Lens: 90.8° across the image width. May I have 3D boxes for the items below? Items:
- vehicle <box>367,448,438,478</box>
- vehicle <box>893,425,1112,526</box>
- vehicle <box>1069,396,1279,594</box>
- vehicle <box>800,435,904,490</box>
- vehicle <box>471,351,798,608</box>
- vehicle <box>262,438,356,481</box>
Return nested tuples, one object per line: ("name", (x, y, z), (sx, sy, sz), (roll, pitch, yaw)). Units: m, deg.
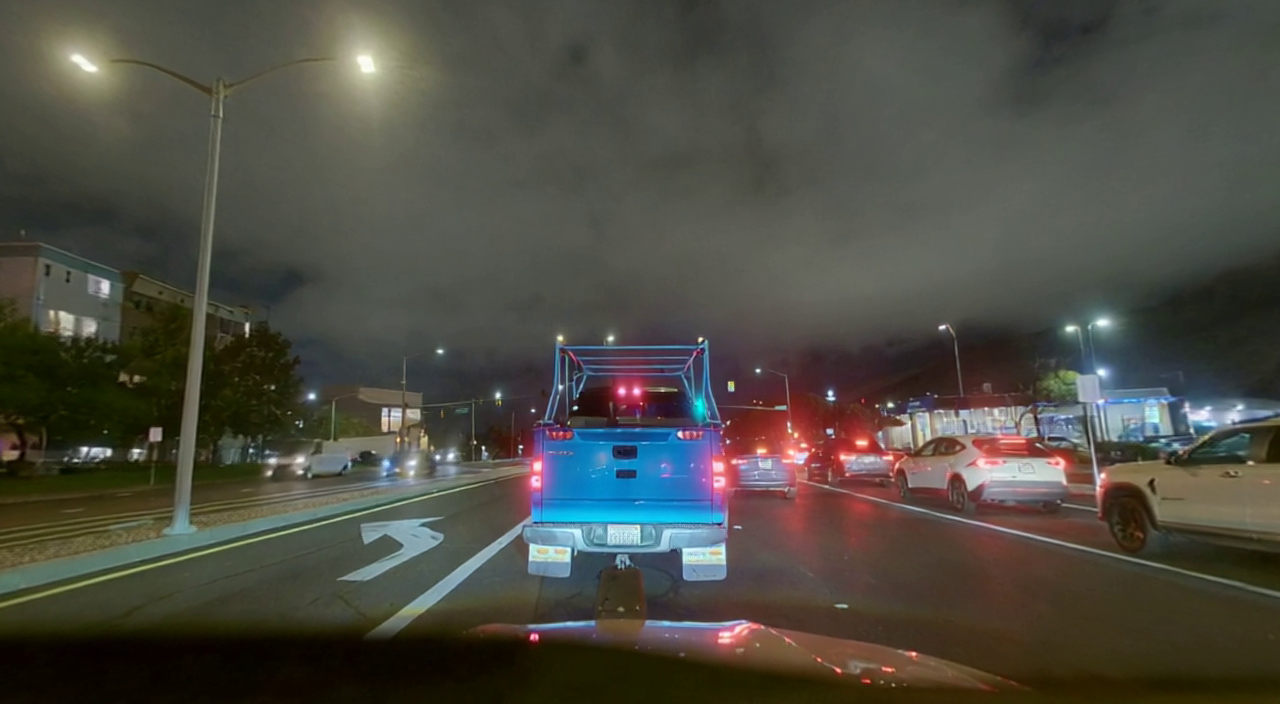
("vehicle", (-12.523, 5.847, 33.654), (1.983, 1.449, 4.501), (0, -9, 0))
("vehicle", (7.066, 2.436, 12.974), (1.931, 1.692, 4.267), (0, -9, 0))
("vehicle", (6.813, 1.361, 6.171), (2.023, 1.771, 4.488), (0, -9, 0))
("vehicle", (7.068, 3.731, 21.607), (1.953, 1.665, 4.327), (0, -9, -2))
("vehicle", (-0.095, 1.467, 8.159), (2.682, 2.117, 5.706), (0, -9, -1))
("vehicle", (-19.220, 6.255, 37.080), (2.700, 2.296, 5.270), (0, -9, -1))
